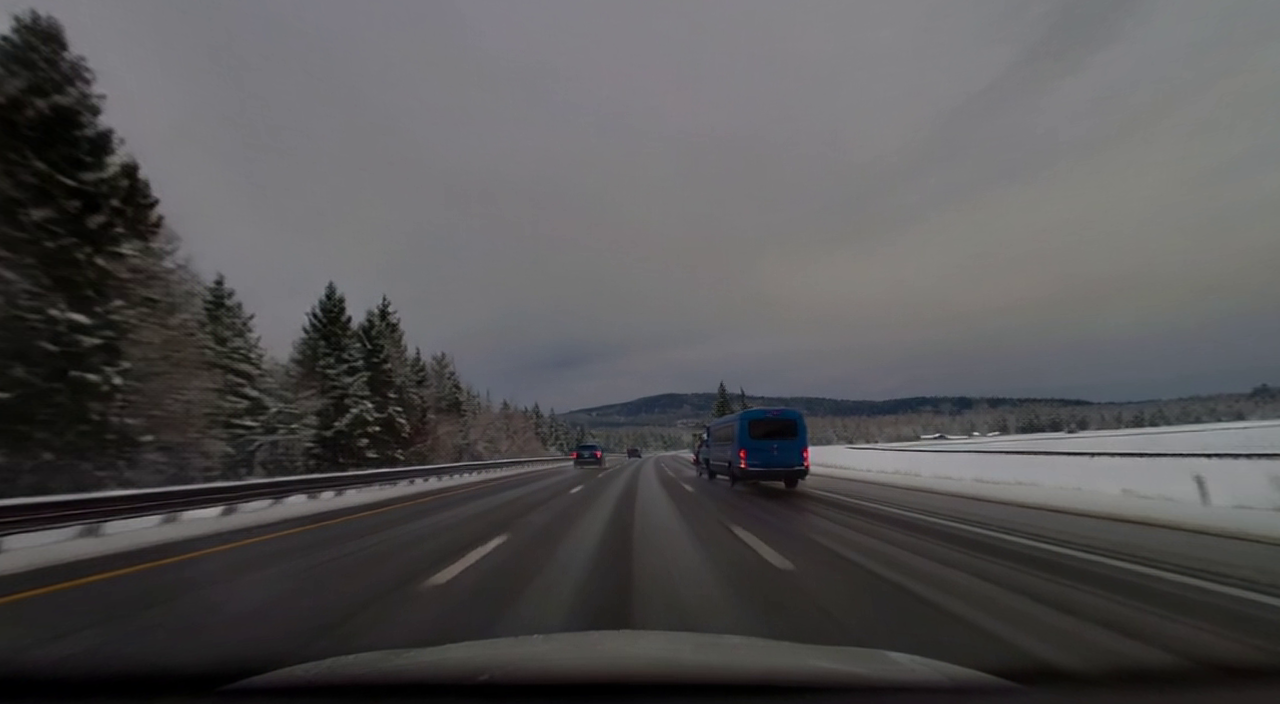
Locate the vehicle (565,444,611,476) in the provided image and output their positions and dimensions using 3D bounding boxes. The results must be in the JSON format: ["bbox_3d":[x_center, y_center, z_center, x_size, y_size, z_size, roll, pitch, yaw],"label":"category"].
[{"bbox_3d":[-2.764,5.839,34.346,2.020,1.619,4.690,0,-9,1],"label":"vehicle"}]

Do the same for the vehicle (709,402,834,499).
[{"bbox_3d":[4.009,3.234,20.764,2.614,2.655,6.429,0,-9,-1],"label":"vehicle"}]
